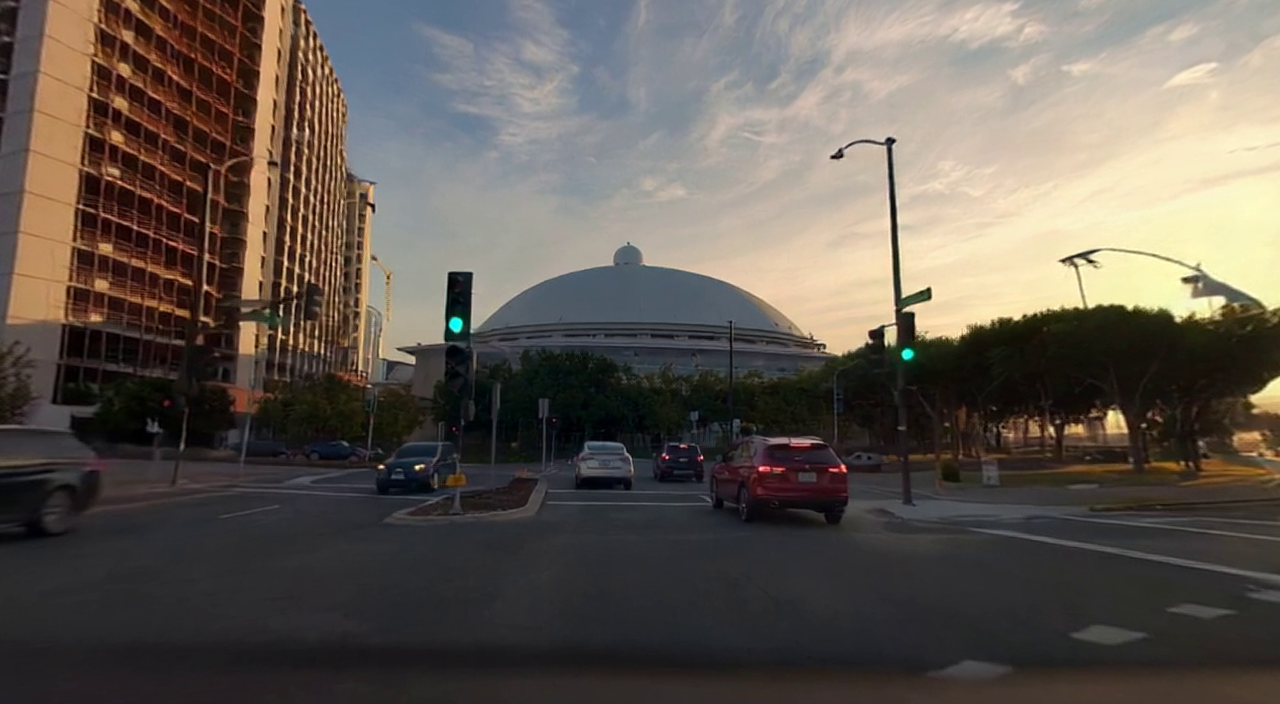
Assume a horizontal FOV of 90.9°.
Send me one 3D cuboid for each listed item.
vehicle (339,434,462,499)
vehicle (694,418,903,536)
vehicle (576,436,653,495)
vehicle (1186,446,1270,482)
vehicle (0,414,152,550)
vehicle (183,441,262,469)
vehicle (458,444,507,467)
[{"bbox_3d":[-6.680,3.223,18.167,2.092,1.629,4.133,0,-9,-3],"label":"vehicle"},{"bbox_3d":[2.656,2.273,12.150,2.320,1.772,4.872,1,-9,-6],"label":"vehicle"},{"bbox_3d":[-0.916,3.507,19.831,2.132,1.632,3.889,1,-9,-6],"label":"vehicle"},{"bbox_3d":[31.291,5.911,33.722,2.094,1.750,5.139,-5,-10,30],"label":"vehicle"},{"bbox_3d":[-9.193,1.662,8.081,2.303,1.692,4.571,0,-9,-2],"label":"vehicle"},{"bbox_3d":[-24.385,5.970,36.759,4.653,1.459,2.228,-5,-10,36],"label":"vehicle"},{"bbox_3d":[-11.032,7.268,44.473,2.121,1.513,4.827,0,-9,1],"label":"vehicle"}]
